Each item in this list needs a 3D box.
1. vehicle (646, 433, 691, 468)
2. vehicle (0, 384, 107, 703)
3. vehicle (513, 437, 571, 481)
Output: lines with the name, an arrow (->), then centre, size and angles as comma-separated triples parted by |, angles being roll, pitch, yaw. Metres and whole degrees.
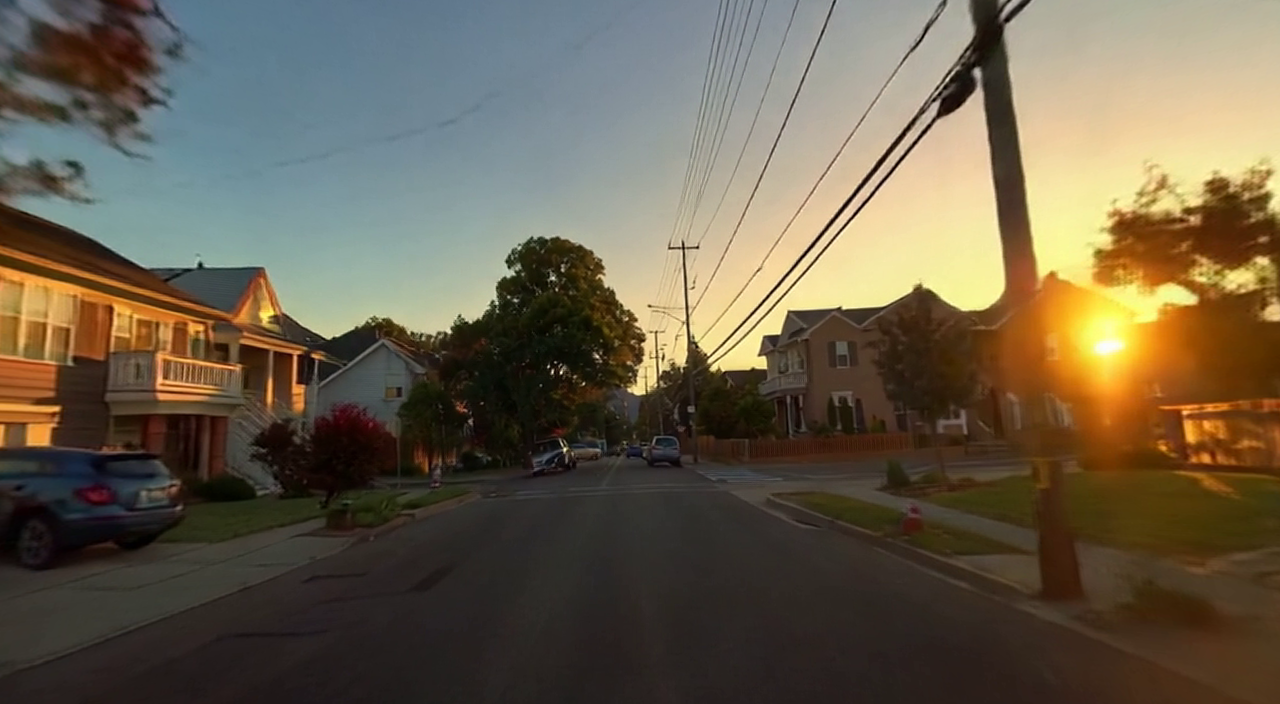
vehicle -> 1.608, 5.740, 37.140 | 2.129, 1.873, 4.471 | -1, -7, -4
vehicle -> -3.310, 0.834, 0.224 | 2.204, 1.655, 4.813 | -8, -7, -2
vehicle -> -4.519, 4.962, 29.759 | 2.082, 1.759, 4.541 | -2, -7, -2
